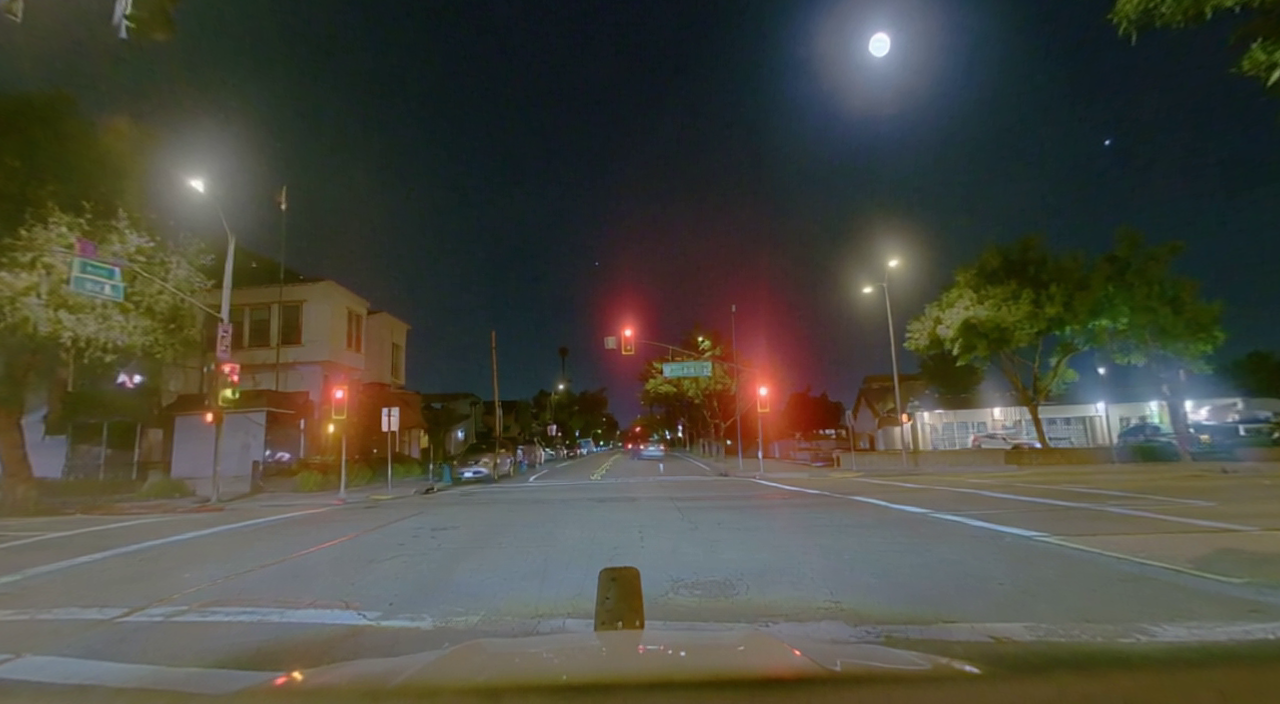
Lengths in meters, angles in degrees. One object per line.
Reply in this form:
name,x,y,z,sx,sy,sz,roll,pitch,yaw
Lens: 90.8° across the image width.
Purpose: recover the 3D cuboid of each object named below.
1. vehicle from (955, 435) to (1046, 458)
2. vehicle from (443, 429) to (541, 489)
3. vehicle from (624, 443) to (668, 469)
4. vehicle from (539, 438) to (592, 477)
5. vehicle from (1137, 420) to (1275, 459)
vehicle,24.968,6.552,43.838,5.172,1.515,1.851,0,-9,-2
vehicle,-6.501,4.832,28.959,2.896,2.339,7.322,0,-9,-1
vehicle,0.290,6.378,38.860,2.056,1.493,4.535,1,-9,-8
vehicle,-3.649,5.280,31.914,2.120,1.783,4.788,0,-9,0
vehicle,33.263,5.158,37.238,5.969,2.149,2.331,0,-9,-4
